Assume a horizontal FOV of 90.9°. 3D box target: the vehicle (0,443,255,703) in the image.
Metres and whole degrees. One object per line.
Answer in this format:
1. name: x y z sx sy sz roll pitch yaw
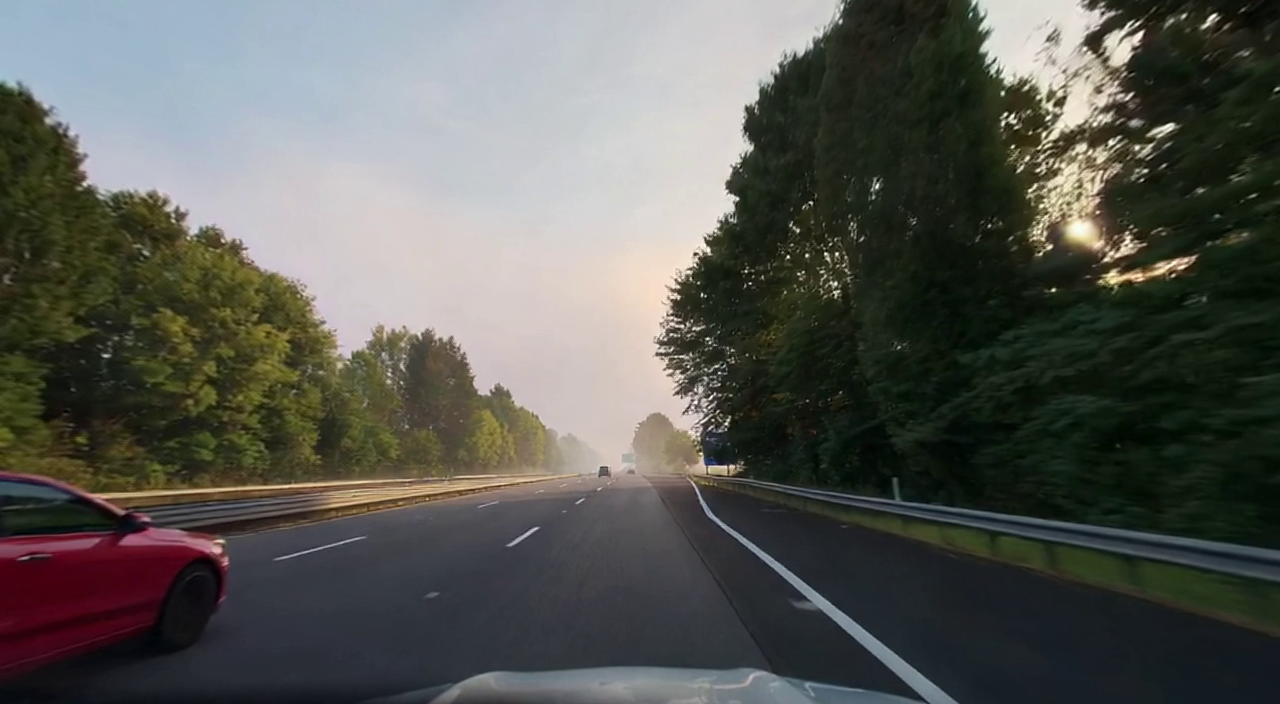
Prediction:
1. vehicle: -4.258 1.105 2.769 2.183 1.435 4.653 1 -10 0
